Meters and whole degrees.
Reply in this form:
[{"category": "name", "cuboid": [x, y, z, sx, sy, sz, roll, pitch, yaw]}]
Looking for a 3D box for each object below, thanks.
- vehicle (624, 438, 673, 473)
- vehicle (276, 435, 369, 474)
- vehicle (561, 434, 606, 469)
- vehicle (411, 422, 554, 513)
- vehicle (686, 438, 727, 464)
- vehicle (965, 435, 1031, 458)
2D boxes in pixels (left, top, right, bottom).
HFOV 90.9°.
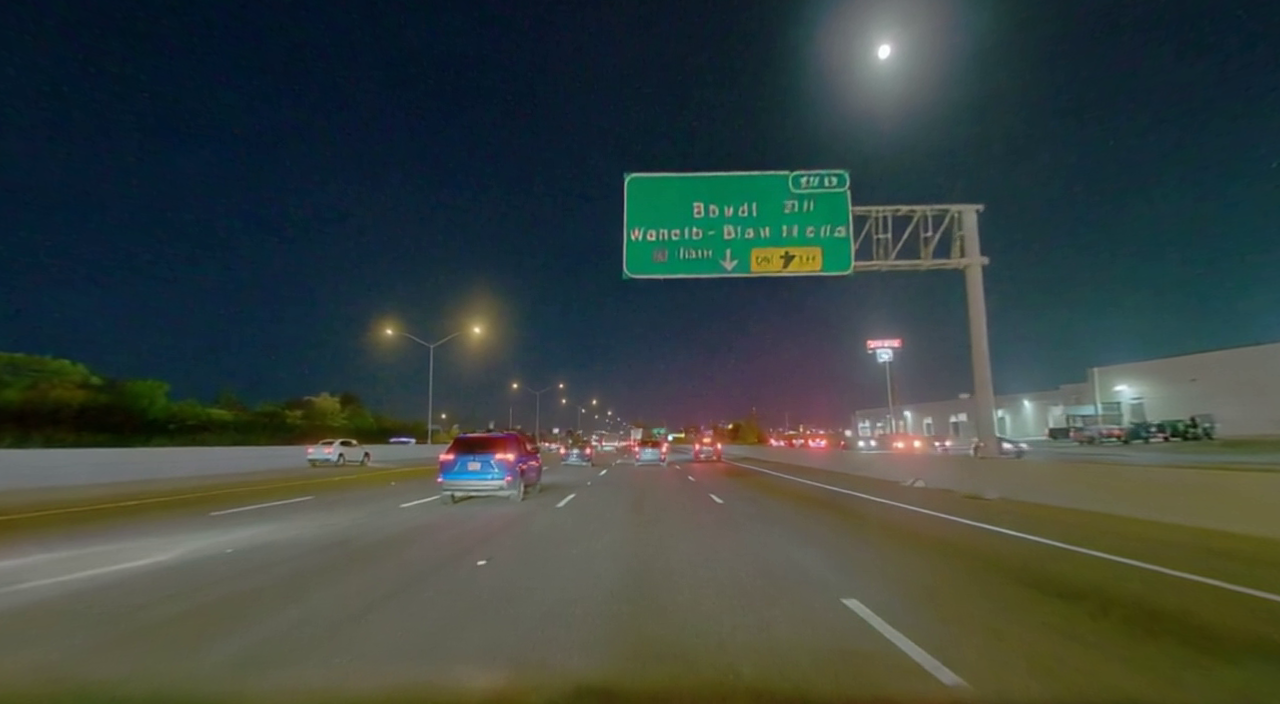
[{"category": "vehicle", "cuboid": [0.357, 4.680, 28.725, 2.090, 1.474, 3.970, 0, -8, 0]}, {"category": "vehicle", "cuboid": [-15.032, 4.863, 30.205, 2.011, 1.708, 4.556, 0, -8, 1]}, {"category": "vehicle", "cuboid": [-2.963, 5.372, 34.249, 2.007, 1.730, 4.412, 0, -8, 0]}, {"category": "vehicle", "cuboid": [-3.236, 2.487, 14.031, 1.961, 1.687, 4.453, 0, -8, 1]}, {"category": "vehicle", "cuboid": [4.099, 6.188, 39.453, 1.980, 1.492, 4.442, 0, -8, -1]}, {"category": "vehicle", "cuboid": [23.247, 6.149, 41.141, 1.809, 1.431, 4.430, 0, -8, 1]}]
